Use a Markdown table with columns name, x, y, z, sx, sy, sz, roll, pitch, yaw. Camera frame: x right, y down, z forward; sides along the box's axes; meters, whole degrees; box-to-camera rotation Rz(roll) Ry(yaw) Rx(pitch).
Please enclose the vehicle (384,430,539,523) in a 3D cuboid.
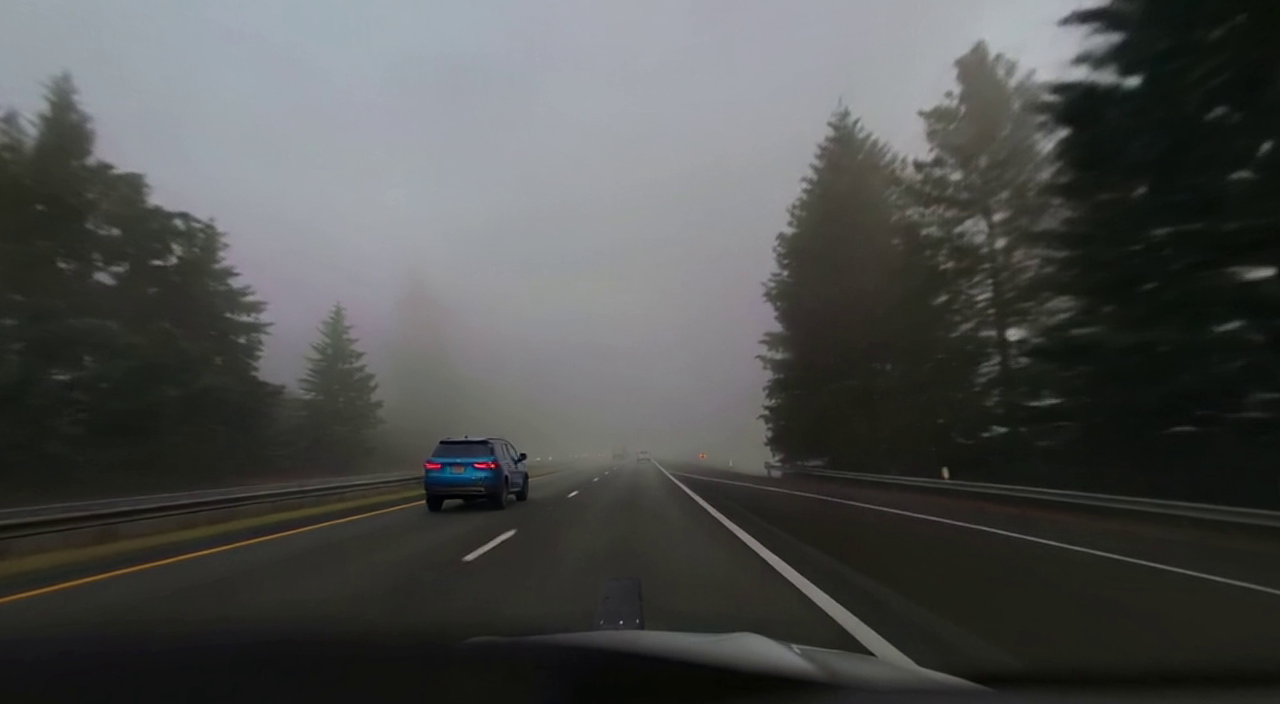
| name | x | y | z | sx | sy | sz | roll | pitch | yaw |
| --- | --- | --- | --- | --- | --- | --- | --- | --- | --- |
| vehicle | -3.760 | 2.717 | 14.321 | 2.110 | 1.727 | 4.607 | 0 | -9 | 1 |
